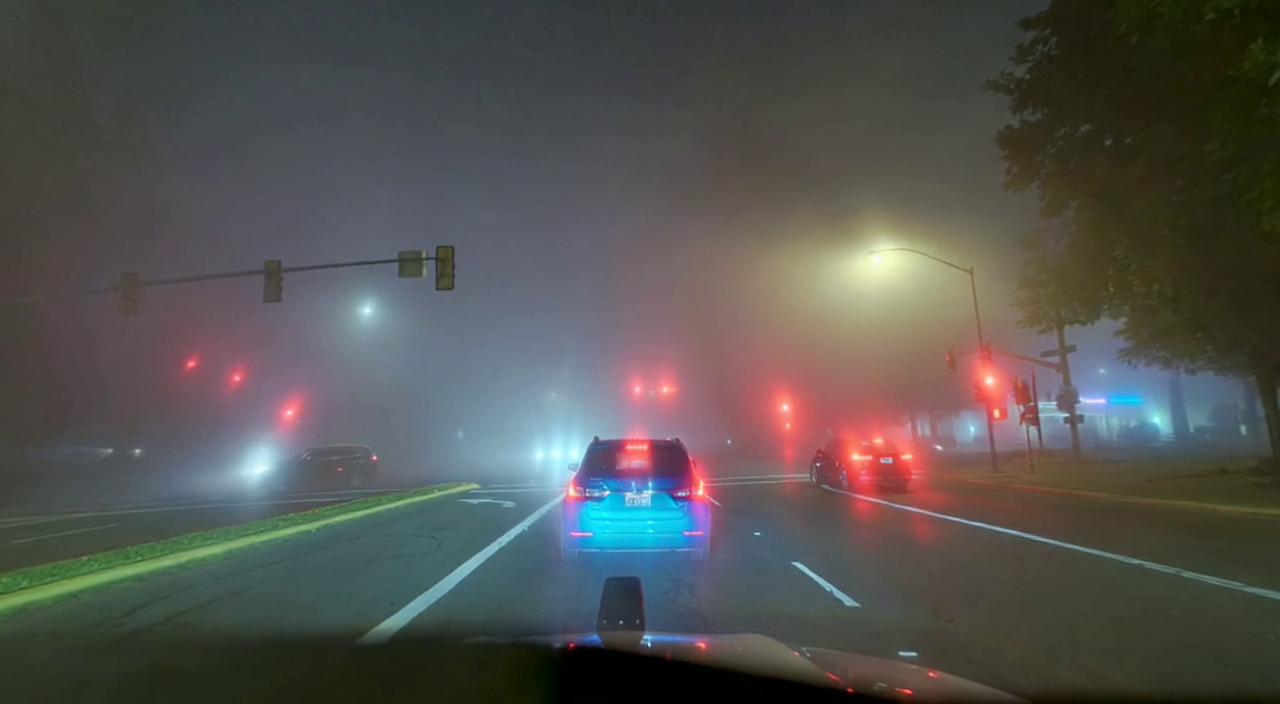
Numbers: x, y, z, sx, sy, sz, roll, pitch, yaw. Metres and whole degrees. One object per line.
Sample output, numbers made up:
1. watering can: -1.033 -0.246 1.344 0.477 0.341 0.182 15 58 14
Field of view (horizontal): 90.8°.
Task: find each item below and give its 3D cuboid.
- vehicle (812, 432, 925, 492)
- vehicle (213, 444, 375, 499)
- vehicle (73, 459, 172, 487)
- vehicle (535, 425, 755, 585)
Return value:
1. vehicle: 7.055 3.438 20.075 2.039 1.692 4.319 0 -8 1
2. vehicle: -12.192 4.183 22.672 2.097 1.710 4.649 -4 -9 24
3. vehicle: -32.385 7.553 39.637 4.401 1.625 1.863 0 -8 -4
4. vehicle: -0.010 1.761 8.141 2.070 1.488 4.206 0 -8 -2
